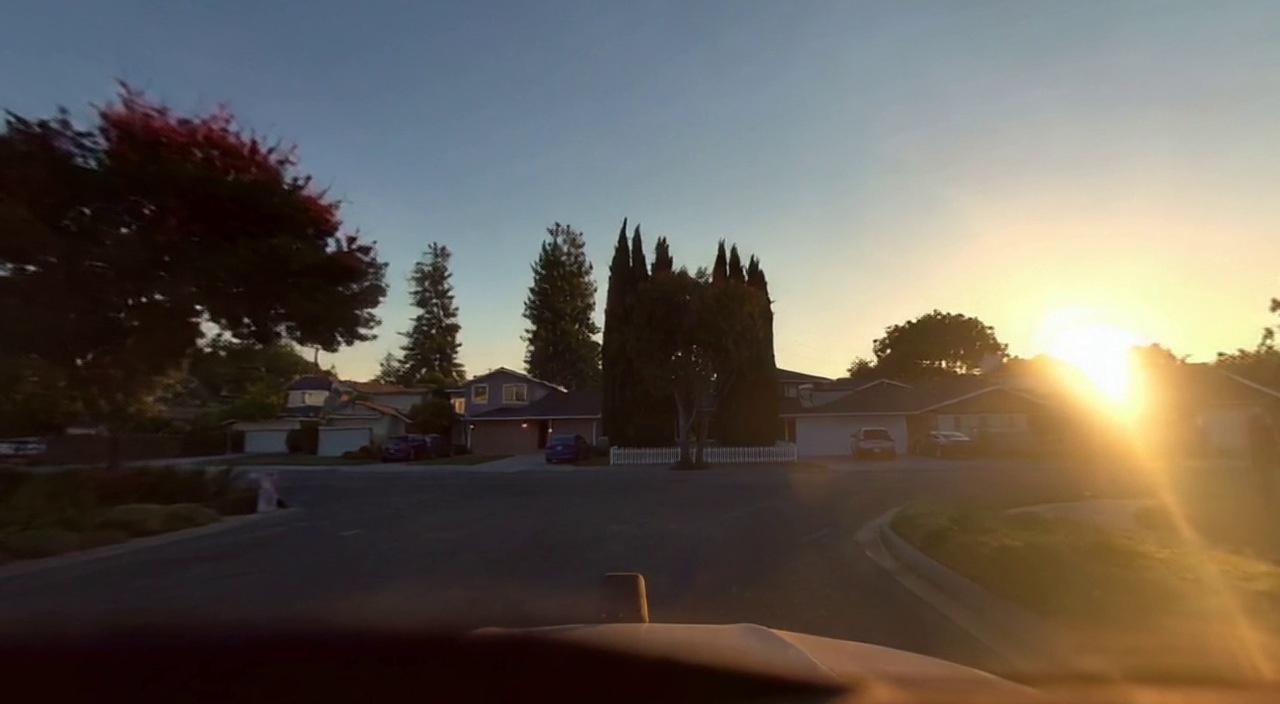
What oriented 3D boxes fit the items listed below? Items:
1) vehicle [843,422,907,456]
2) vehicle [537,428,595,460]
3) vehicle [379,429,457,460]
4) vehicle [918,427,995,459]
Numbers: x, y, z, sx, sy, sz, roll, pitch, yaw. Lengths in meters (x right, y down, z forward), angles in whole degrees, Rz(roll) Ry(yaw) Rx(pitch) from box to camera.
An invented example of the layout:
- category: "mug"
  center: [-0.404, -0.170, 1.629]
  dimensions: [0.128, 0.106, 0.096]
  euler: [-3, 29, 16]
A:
- category: "vehicle"
  center: [12.784, 4.814, 34.665]
  dimensions: [1.937, 1.731, 4.179]
  euler: [0, -8, 1]
- category: "vehicle"
  center: [-4.010, 5.117, 34.982]
  dimensions: [1.942, 1.651, 4.655]
  euler: [-2, -9, 10]
- category: "vehicle"
  center: [-13.198, 5.539, 37.892]
  dimensions: [1.942, 1.700, 4.478]
  euler: [-3, -9, 20]
- category: "vehicle"
  center: [16.661, 4.826, 33.523]
  dimensions: [1.873, 1.556, 4.216]
  euler: [0, -9, -1]
